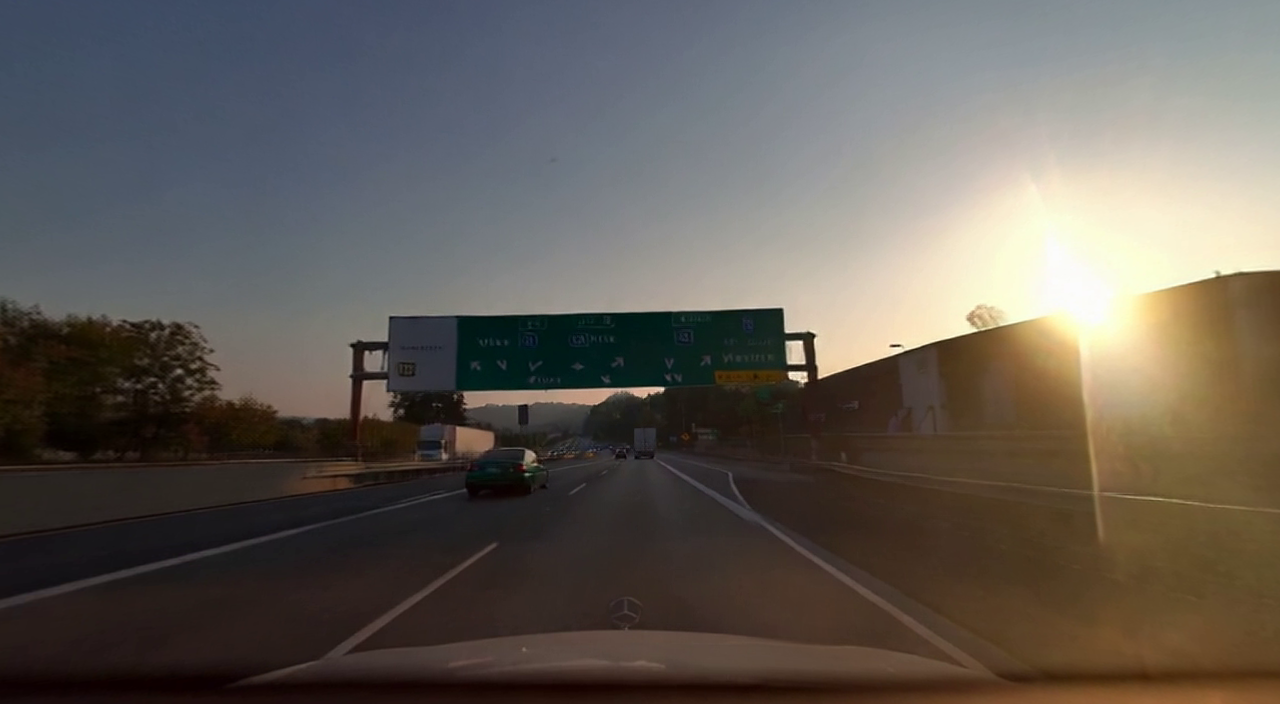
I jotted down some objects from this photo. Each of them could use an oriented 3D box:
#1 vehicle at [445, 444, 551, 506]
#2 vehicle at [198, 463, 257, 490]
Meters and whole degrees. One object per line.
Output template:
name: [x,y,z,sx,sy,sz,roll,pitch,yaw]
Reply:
vehicle: [-3.718,3.299,17.303,1.886,1.465,4.119,0,-9,1]
vehicle: [-26.860,8.082,41.230,1.764,1.526,4.237,2,-9,-12]
